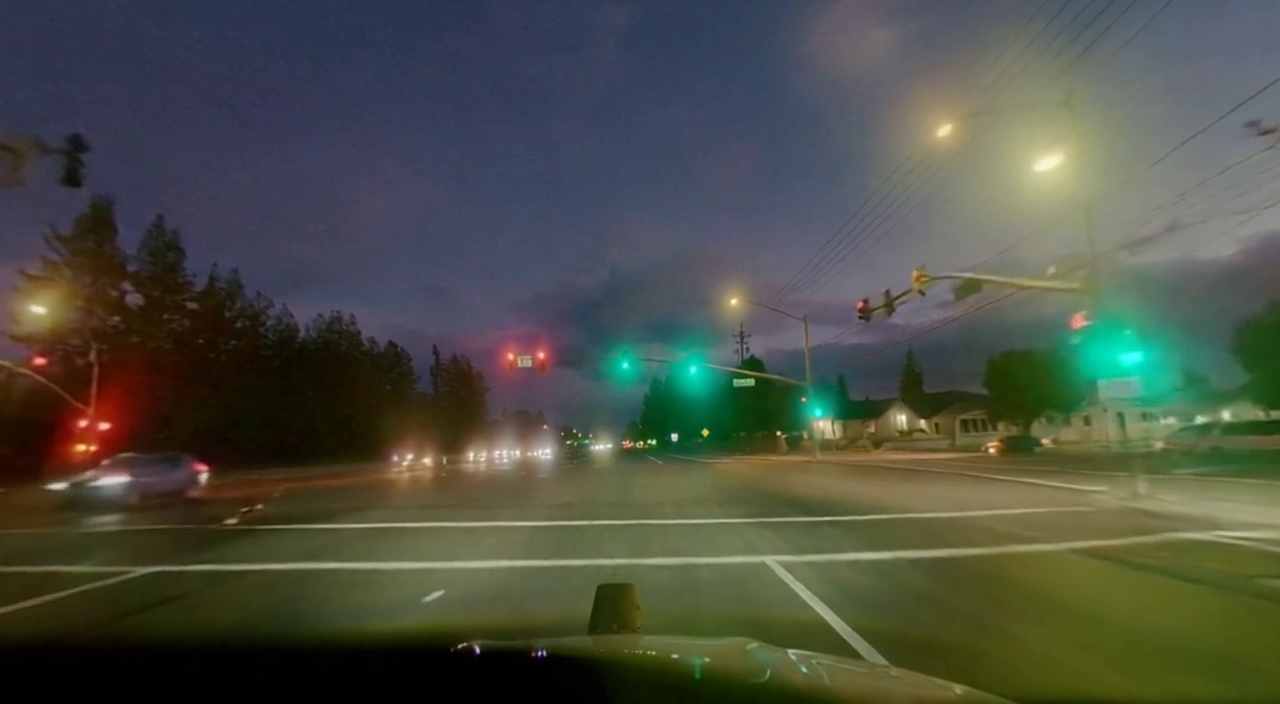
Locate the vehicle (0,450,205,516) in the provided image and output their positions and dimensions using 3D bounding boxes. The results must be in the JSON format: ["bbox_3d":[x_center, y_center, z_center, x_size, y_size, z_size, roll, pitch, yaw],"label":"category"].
[{"bbox_3d":[-14.644,3.474,17.384,2.013,1.503,4.682,0,-8,-1],"label":"vehicle"}]

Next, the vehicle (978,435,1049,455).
[{"bbox_3d":[28.030,6.995,47.584,4.439,1.454,1.842,-5,-10,27],"label":"vehicle"}]

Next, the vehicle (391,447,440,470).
[{"bbox_3d":[-15.568,7.371,44.043,1.891,1.484,4.441,0,-8,-1],"label":"vehicle"}]
